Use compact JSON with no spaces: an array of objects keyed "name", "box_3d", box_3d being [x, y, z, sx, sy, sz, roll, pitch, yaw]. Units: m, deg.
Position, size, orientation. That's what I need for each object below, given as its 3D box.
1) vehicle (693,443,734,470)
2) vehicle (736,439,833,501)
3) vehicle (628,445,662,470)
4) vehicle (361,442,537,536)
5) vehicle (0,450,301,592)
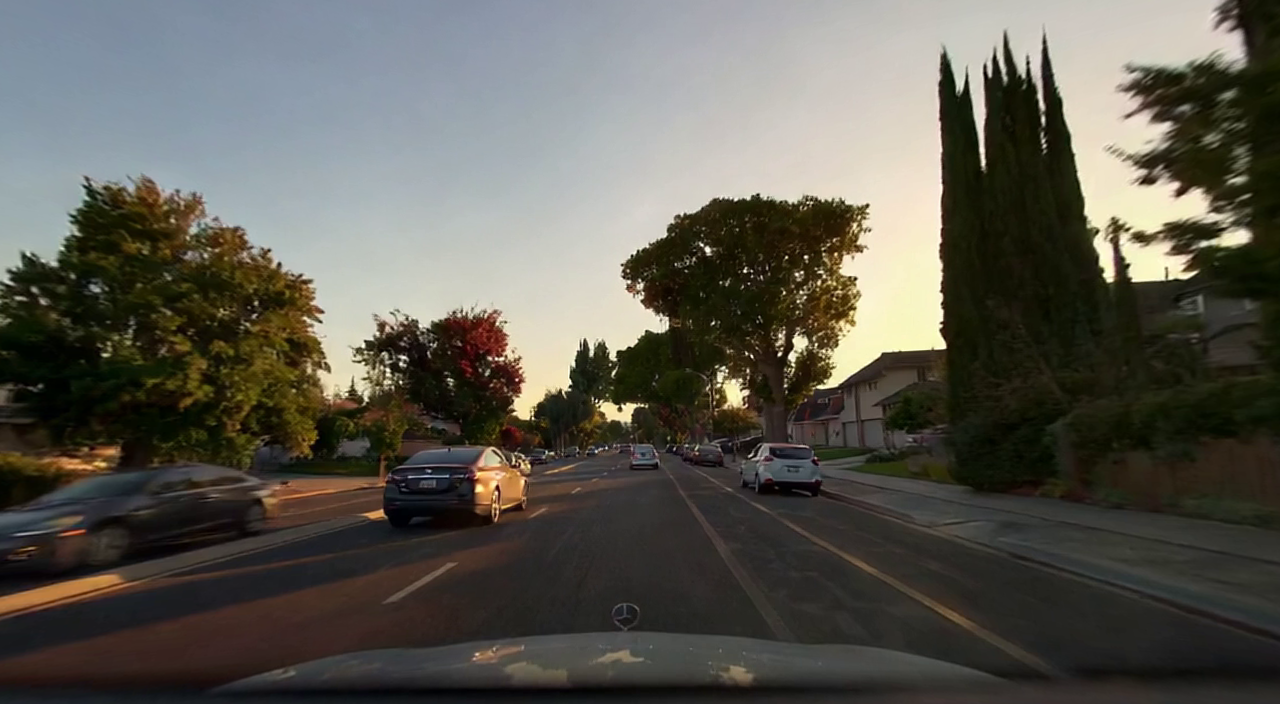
[{"name":"vehicle","box_3d":[4.824,6.972,42.281,2.045,1.702,4.916,0,-9,-1]},{"name":"vehicle","box_3d":[4.065,3.372,18.446,1.897,1.589,4.053,0,-9,0]},{"name":"vehicle","box_3d":[0.352,6.671,40.316,2.088,1.495,4.048,0,-9,1]},{"name":"vehicle","box_3d":[-3.430,2.530,12.377,2.027,1.477,4.413,0,-9,1]},{"name":"vehicle","box_3d":[-7.372,2.265,9.431,1.977,1.538,4.447,-1,-9,3]}]
